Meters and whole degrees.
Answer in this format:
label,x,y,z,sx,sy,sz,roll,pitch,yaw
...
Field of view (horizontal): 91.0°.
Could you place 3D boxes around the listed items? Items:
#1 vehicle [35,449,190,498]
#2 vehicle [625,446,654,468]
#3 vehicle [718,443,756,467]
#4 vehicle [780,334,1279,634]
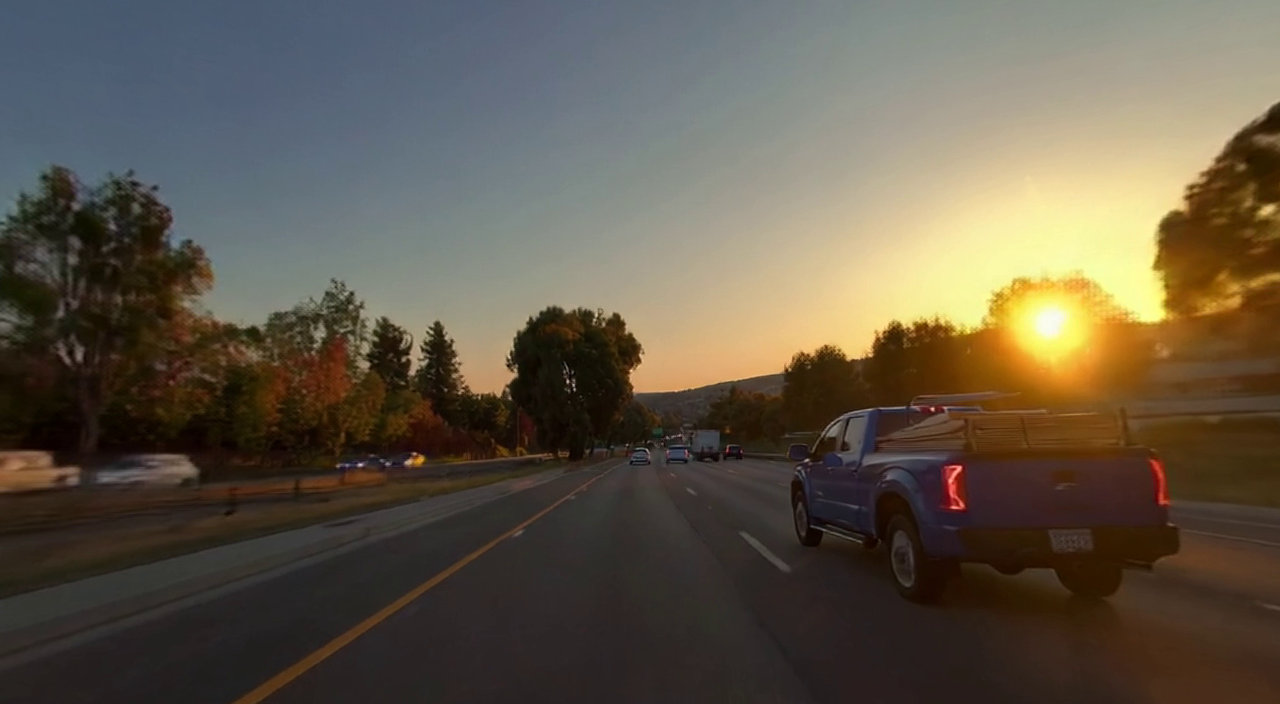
label,x,y,z,sx,sy,sz,roll,pitch,yaw
vehicle,-21.477,4.938,26.006,2.094,1.777,4.830,0,-9,1
vehicle,-0.042,7.602,45.723,2.030,1.473,3.926,0,-9,0
vehicle,7.289,7.761,47.776,2.189,1.704,4.521,0,-9,0
vehicle,3.448,1.316,7.218,2.354,2.079,5.586,0,-9,0
